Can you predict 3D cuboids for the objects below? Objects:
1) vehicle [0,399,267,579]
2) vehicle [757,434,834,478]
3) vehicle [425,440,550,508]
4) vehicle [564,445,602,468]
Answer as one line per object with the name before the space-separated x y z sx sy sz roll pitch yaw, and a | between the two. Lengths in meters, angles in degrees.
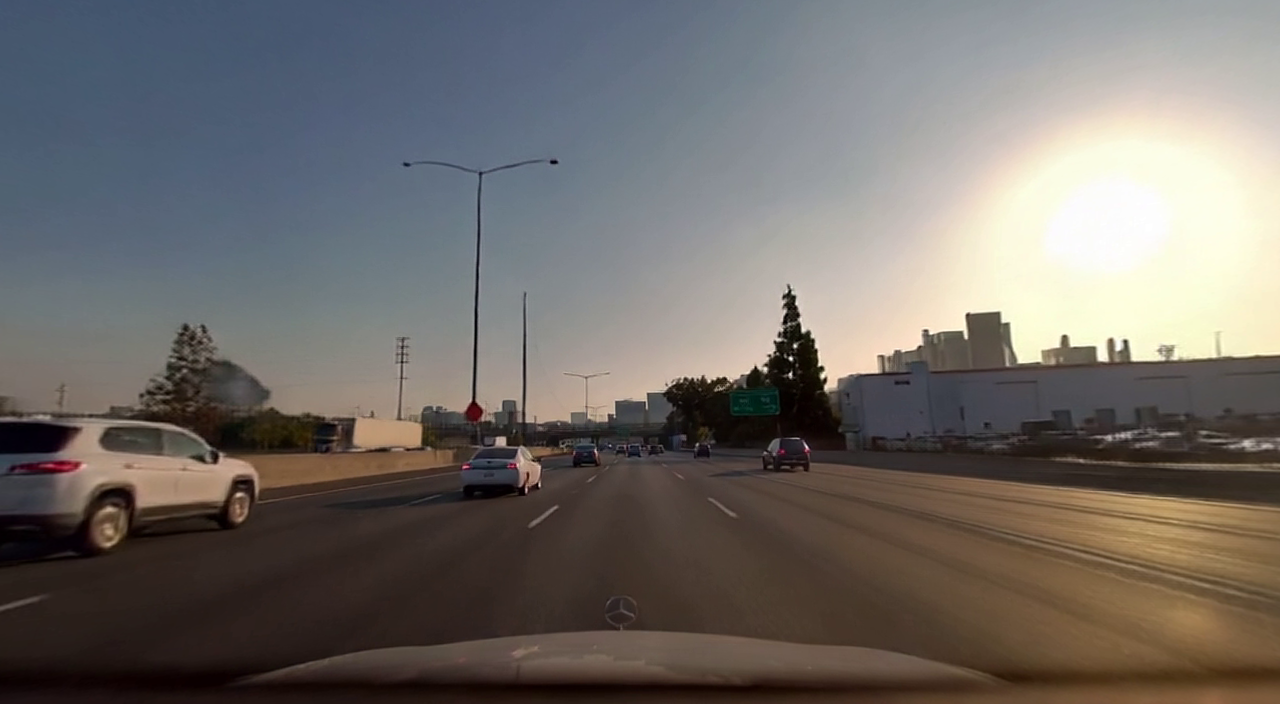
vehicle | -7.584 1.677 8.281 2.310 1.787 4.955 0 -9 0
vehicle | 6.839 4.638 28.330 2.147 1.769 4.666 0 -9 -2
vehicle | -3.691 3.052 16.283 2.047 1.469 4.614 0 -9 0
vehicle | -3.701 6.864 41.647 2.078 1.464 4.093 0 -9 0
